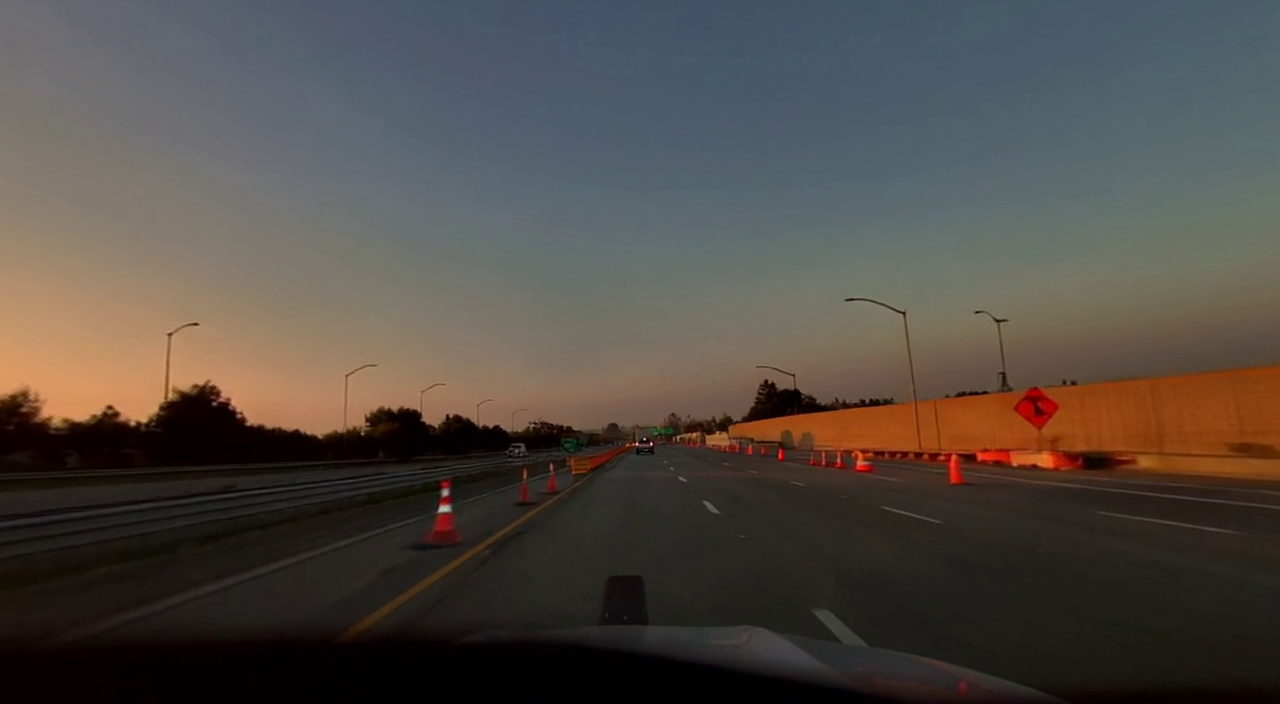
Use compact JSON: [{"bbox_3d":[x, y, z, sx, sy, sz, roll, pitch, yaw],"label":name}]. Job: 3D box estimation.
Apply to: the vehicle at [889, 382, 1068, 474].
[{"bbox_3d":[15.184,3.646,29.437,3.620,3.613,8.491,0,-8,0],"label":"vehicle"}]
